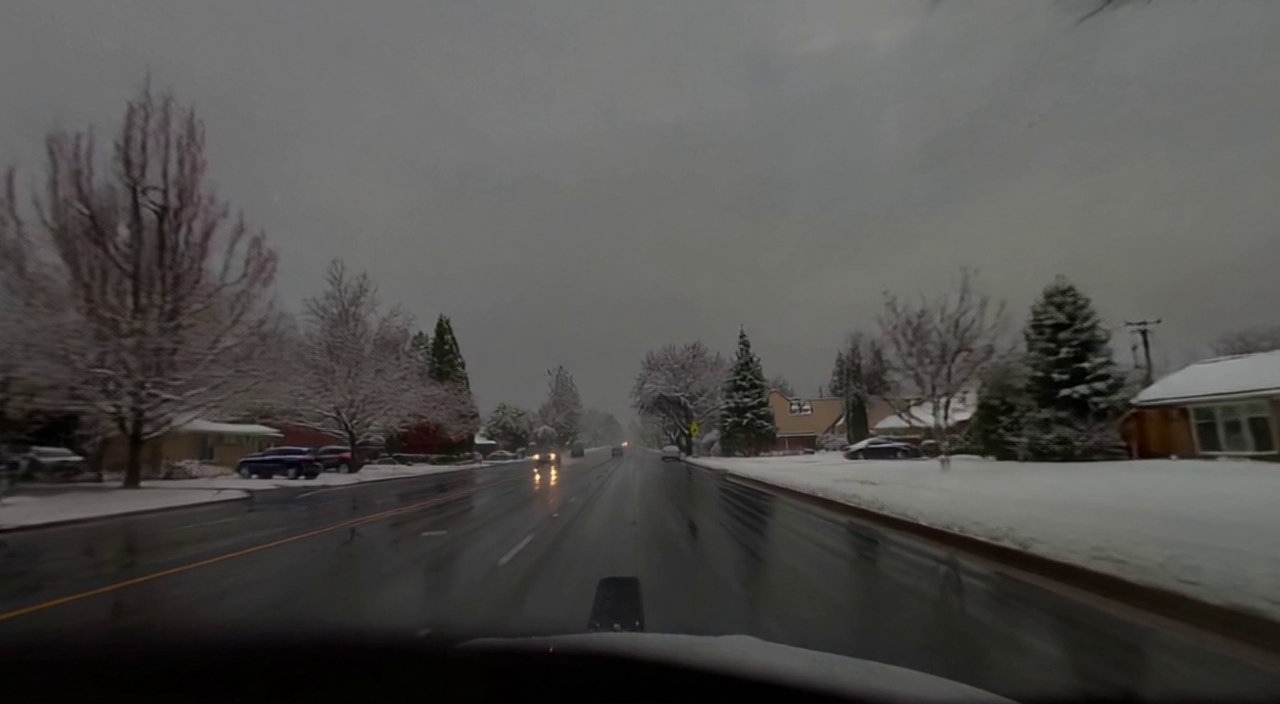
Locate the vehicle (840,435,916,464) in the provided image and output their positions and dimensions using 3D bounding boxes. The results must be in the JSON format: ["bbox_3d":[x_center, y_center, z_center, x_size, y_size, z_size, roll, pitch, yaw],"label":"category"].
[{"bbox_3d":[15.216,6.256,40.328,4.362,1.702,2.333,7,-12,-33],"label":"vehicle"}]

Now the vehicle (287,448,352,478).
[{"bbox_3d":[-22.968,7.861,45.201,5.429,1.949,2.437,-9,-12,44],"label":"vehicle"}]

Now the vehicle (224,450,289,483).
[{"bbox_3d":[-22.628,6.661,37.228,2.253,1.768,4.266,7,-12,-43],"label":"vehicle"}]
